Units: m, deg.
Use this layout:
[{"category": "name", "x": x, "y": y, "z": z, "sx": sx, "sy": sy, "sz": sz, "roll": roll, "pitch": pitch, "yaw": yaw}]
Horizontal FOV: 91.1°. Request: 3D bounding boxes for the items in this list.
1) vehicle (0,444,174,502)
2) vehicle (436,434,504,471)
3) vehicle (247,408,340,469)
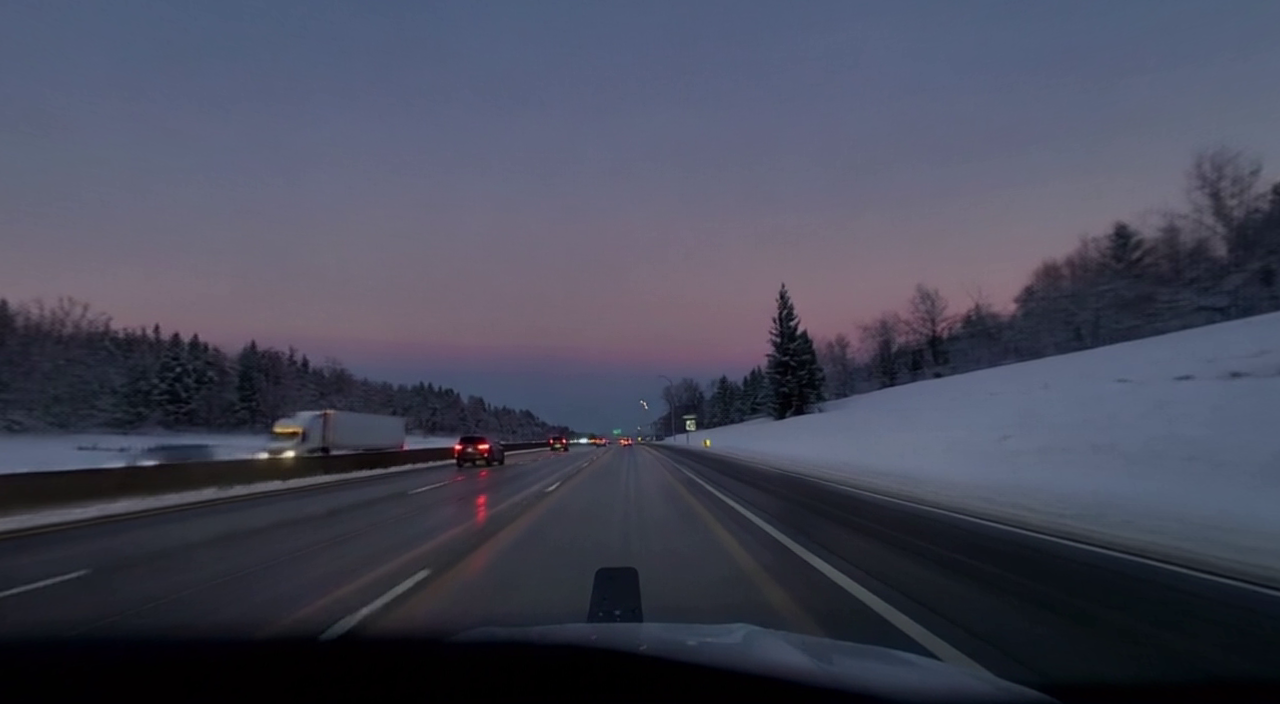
[{"category": "vehicle", "x": -16.520, "y": 3.555, "z": 18.975, "sx": 1.812, "sy": 1.519, "sz": 3.999, "roll": 0, "pitch": -8, "yaw": 0}, {"category": "vehicle", "x": -7.664, "y": 4.549, "z": 28.722, "sx": 1.972, "sy": 1.532, "sz": 4.222, "roll": 0, "pitch": -8, "yaw": -1}, {"category": "vehicle", "x": -24.144, "y": 6.051, "z": 44.264, "sx": 2.958, "sy": 3.907, "sz": 6.382, "roll": 1, "pitch": -7, "yaw": -2}]
